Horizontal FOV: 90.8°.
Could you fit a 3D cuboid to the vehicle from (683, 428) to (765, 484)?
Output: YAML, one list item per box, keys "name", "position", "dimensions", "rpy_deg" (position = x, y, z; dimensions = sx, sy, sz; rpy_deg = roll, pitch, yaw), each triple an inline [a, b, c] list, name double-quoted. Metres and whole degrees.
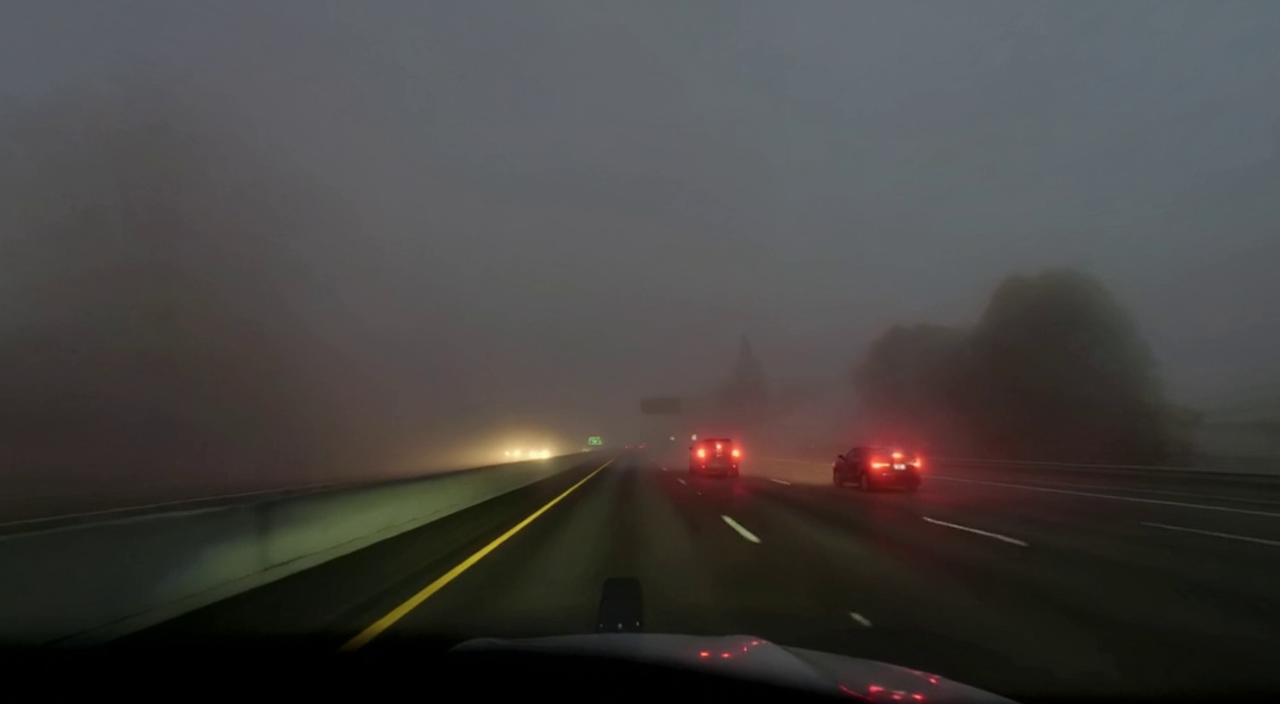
- name: "vehicle"
  position: [2.939, 3.816, 23.324]
  dimensions: [2.258, 1.824, 4.908]
  rpy_deg: [0, -9, -1]

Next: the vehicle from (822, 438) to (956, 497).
- name: "vehicle"
  position: [6.766, 3.168, 17.712]
  dimensions: [2.009, 1.456, 4.097]
  rpy_deg: [0, -9, -1]
